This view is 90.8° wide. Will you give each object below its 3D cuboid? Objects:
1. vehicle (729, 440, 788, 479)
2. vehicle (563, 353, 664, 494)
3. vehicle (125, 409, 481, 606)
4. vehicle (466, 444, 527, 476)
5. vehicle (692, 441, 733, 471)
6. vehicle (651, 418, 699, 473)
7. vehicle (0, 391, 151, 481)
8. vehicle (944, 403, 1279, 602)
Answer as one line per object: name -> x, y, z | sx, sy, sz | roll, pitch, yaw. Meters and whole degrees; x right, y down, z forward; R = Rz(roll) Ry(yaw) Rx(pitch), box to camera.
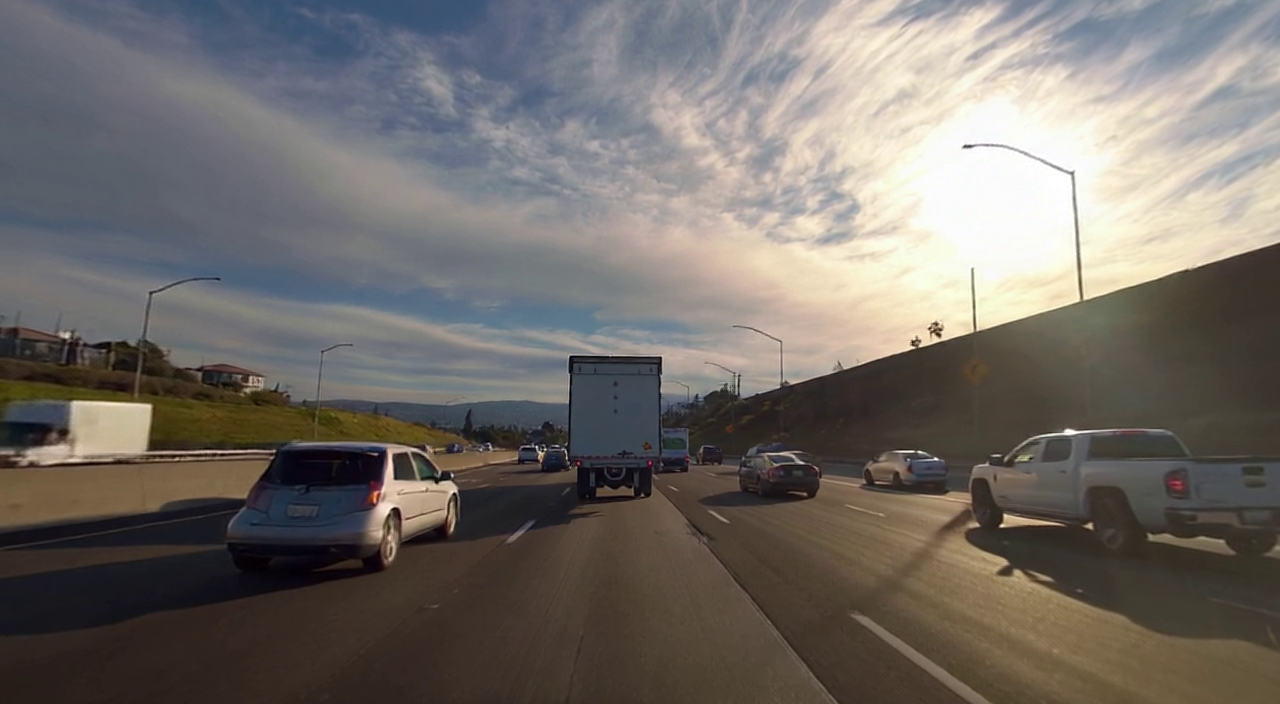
vehicle -> 6.116, 5.612, 33.183 | 2.070, 1.888, 4.546 | 0, -9, -2
vehicle -> -0.770, 2.856, 23.616 | 2.906, 4.040, 10.743 | 0, -9, 0
vehicle -> -3.365, 1.621, 7.446 | 1.946, 1.641, 4.105 | 0, -9, -1
vehicle -> -7.240, 5.502, 32.428 | 1.973, 1.471, 4.779 | 0, -9, 0
vehicle -> 5.476, 7.940, 48.488 | 2.297, 2.116, 5.052 | 0, -9, -3
vehicle -> 2.342, 6.674, 45.146 | 2.669, 3.491, 8.645 | 0, -9, -2
vehicle -> -19.658, 2.853, 20.975 | 2.176, 2.594, 5.800 | 0, -9, -2
vehicle -> 6.316, 1.700, 8.135 | 2.188, 1.731, 5.031 | 0, -9, -1
